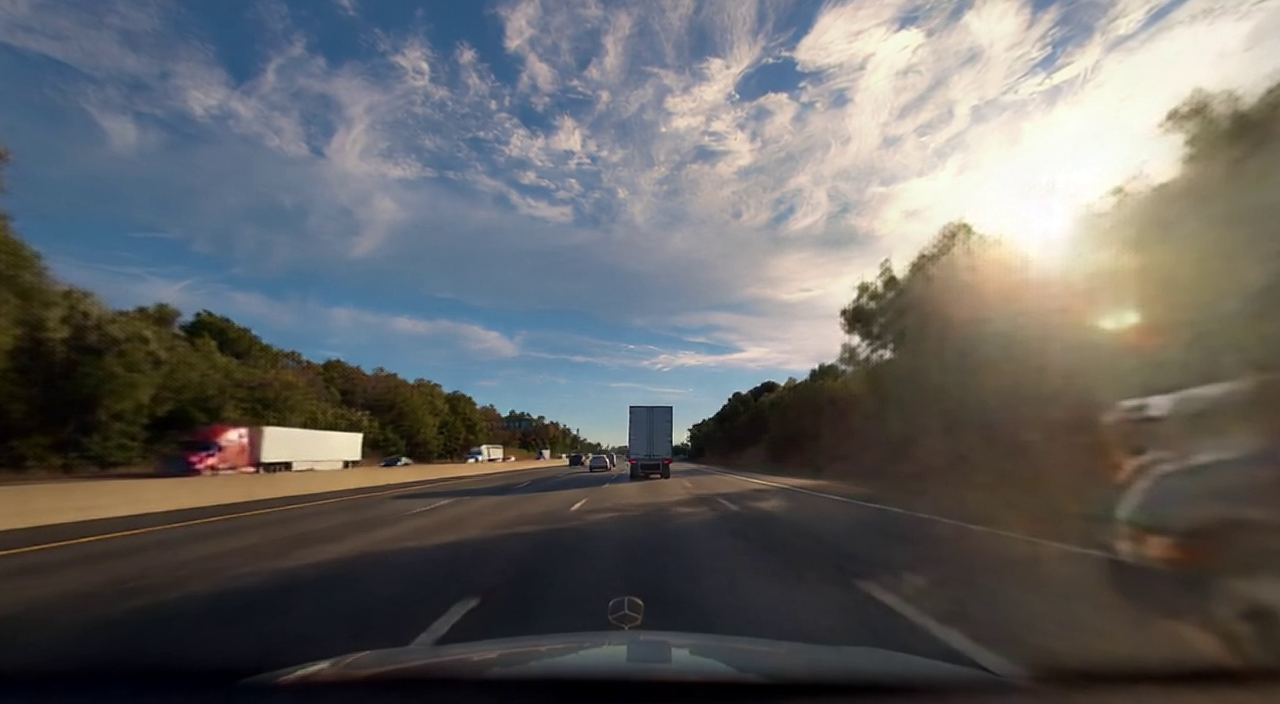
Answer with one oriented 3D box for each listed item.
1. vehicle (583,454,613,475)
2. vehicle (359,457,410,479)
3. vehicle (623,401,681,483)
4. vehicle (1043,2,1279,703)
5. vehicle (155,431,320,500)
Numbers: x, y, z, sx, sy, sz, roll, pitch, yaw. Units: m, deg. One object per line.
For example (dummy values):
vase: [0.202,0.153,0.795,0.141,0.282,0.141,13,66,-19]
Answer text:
vehicle: [-3.271,8.835,49.582,2.061,1.555,3.900,0,-9,0]
vehicle: [-18.500,8.416,45.837,1.810,1.486,4.269,0,-9,1]
vehicle: [0.476,5.470,37.670,2.875,4.056,12.312,0,-9,-1]
vehicle: [4.633,-0.285,0.646,2.874,3.635,8.115,0,-9,-1]
vehicle: [-18.310,5.216,29.429,2.845,2.784,7.224,0,-9,1]
